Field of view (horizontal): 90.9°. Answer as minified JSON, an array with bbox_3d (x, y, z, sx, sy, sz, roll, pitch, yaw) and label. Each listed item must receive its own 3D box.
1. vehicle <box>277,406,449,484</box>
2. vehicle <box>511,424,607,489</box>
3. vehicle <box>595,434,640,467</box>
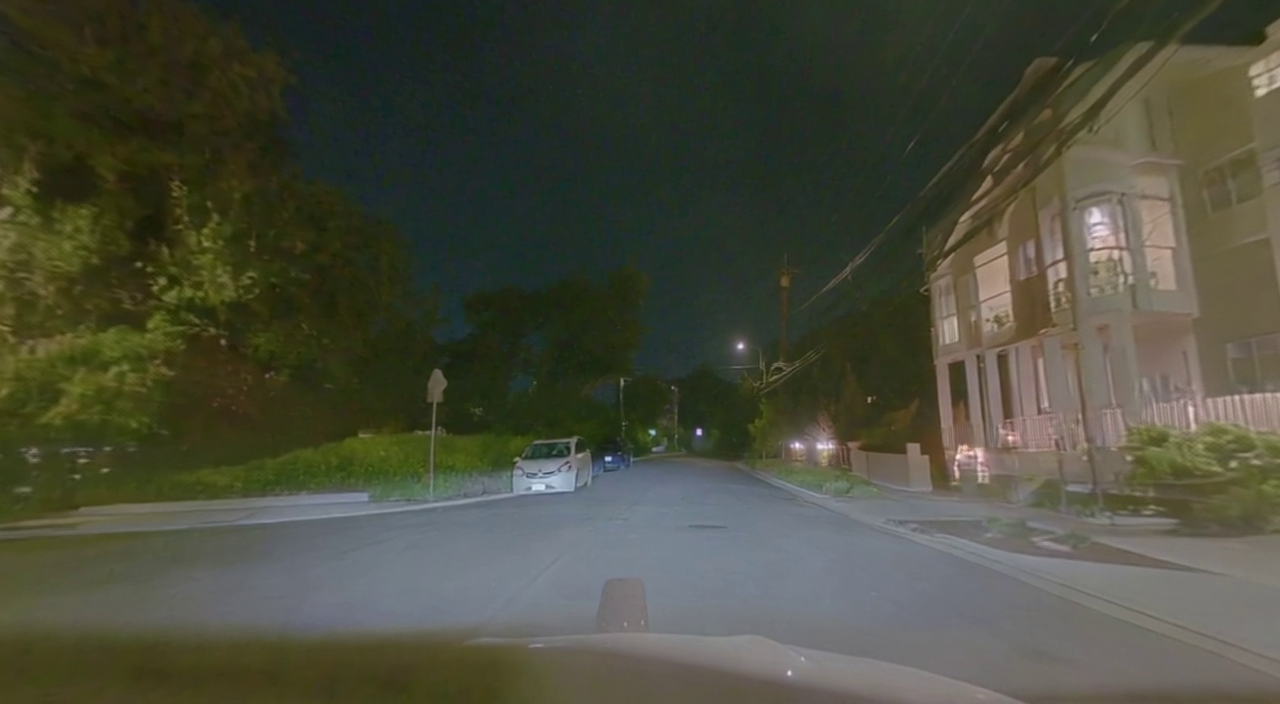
[{"bbox_3d":[-10.728,3.674,25.028,5.828,2.818,2.231,2,-9,-15],"label":"vehicle"},{"bbox_3d":[-2.614,3.611,22.099,2.463,1.951,5.794,0,-8,2],"label":"vehicle"},{"bbox_3d":[-1.285,6.001,38.426,2.139,1.882,4.635,-1,-8,6],"label":"vehicle"}]
